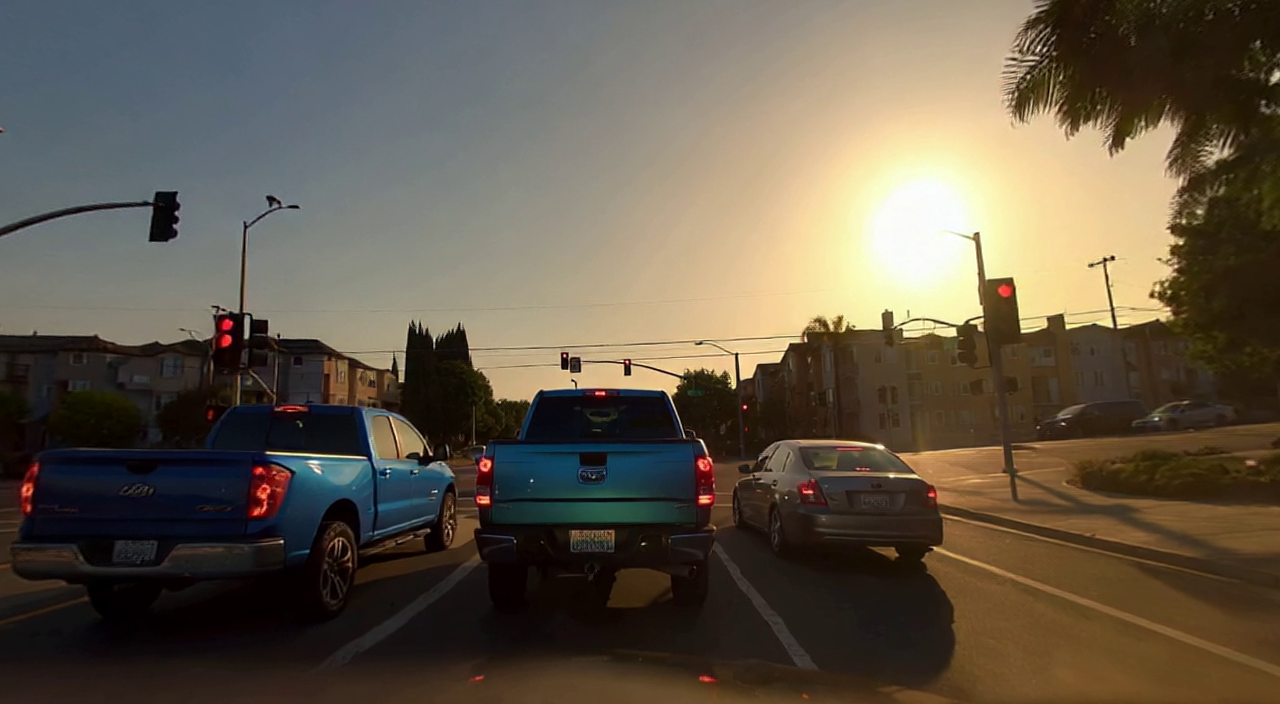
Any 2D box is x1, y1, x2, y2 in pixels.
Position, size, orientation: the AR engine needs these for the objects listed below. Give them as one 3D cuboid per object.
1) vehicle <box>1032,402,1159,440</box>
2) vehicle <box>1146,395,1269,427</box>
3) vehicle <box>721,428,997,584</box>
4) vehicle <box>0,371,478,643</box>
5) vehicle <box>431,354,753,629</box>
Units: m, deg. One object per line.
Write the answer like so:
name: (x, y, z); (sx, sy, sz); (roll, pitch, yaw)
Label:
vehicle: (23.316, 3.585, 32.497); (4.721, 1.866, 2.188); (0, -9, 2)
vehicle: (29.278, 3.058, 32.680); (4.540, 1.543, 1.803); (0, -9, 1)
vehicle: (2.400, 1.815, 8.329); (2.016, 1.481, 4.336); (0, -9, -1)
vehicle: (-3.462, 1.425, 6.927); (2.146, 1.828, 5.148); (0, -9, -2)
vehicle: (-0.361, 1.313, 6.802); (2.282, 1.964, 4.421); (0, -9, -1)
